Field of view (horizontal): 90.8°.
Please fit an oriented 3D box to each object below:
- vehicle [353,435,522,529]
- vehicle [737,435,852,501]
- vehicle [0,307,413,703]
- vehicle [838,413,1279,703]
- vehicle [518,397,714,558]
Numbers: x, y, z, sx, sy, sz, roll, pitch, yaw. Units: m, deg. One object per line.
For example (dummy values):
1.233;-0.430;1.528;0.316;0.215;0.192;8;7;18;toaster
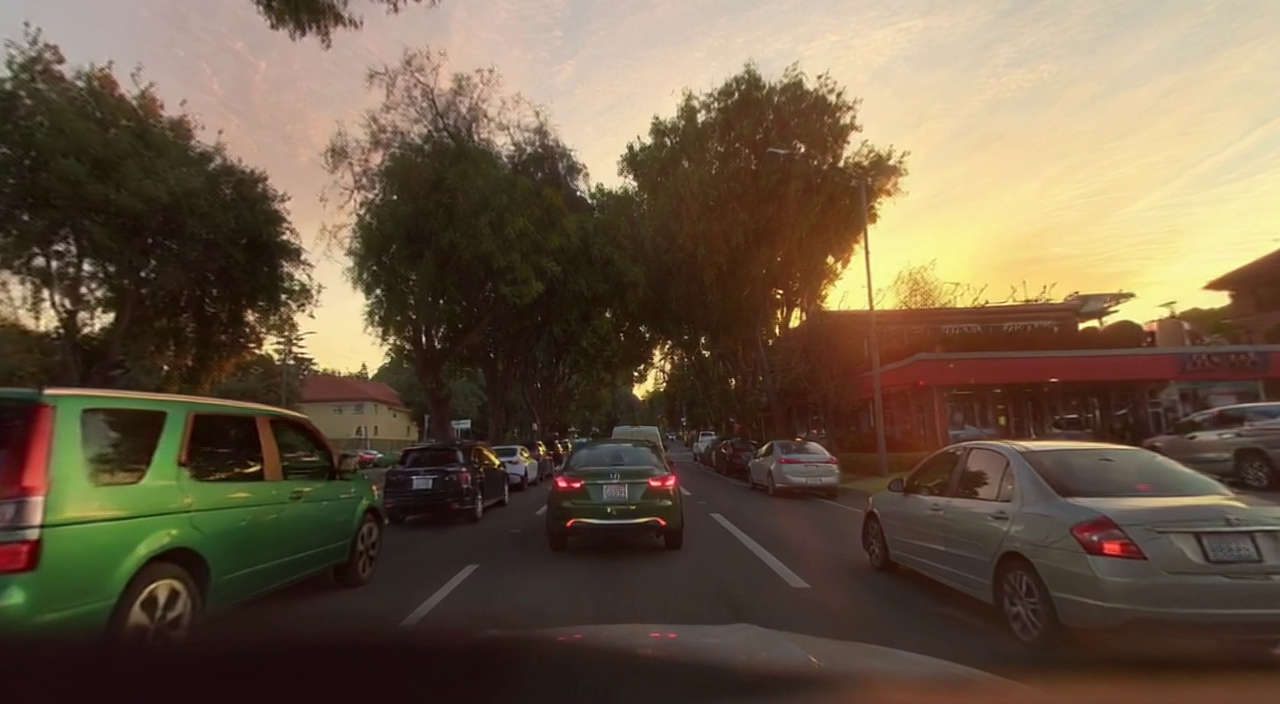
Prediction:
-3.565;2.354;12.031;1.849;1.451;4.218;0;-9;-1;vehicle
3.900;3.000;16.754;1.875;1.521;4.192;0;-9;-2;vehicle
-3.609;1.068;4.554;2.231;1.853;4.461;0;-9;0;vehicle
3.382;1.381;5.411;1.900;1.477;4.352;0;-9;-1;vehicle
-0.314;1.754;9.422;2.238;1.825;4.190;0;-9;-1;vehicle
